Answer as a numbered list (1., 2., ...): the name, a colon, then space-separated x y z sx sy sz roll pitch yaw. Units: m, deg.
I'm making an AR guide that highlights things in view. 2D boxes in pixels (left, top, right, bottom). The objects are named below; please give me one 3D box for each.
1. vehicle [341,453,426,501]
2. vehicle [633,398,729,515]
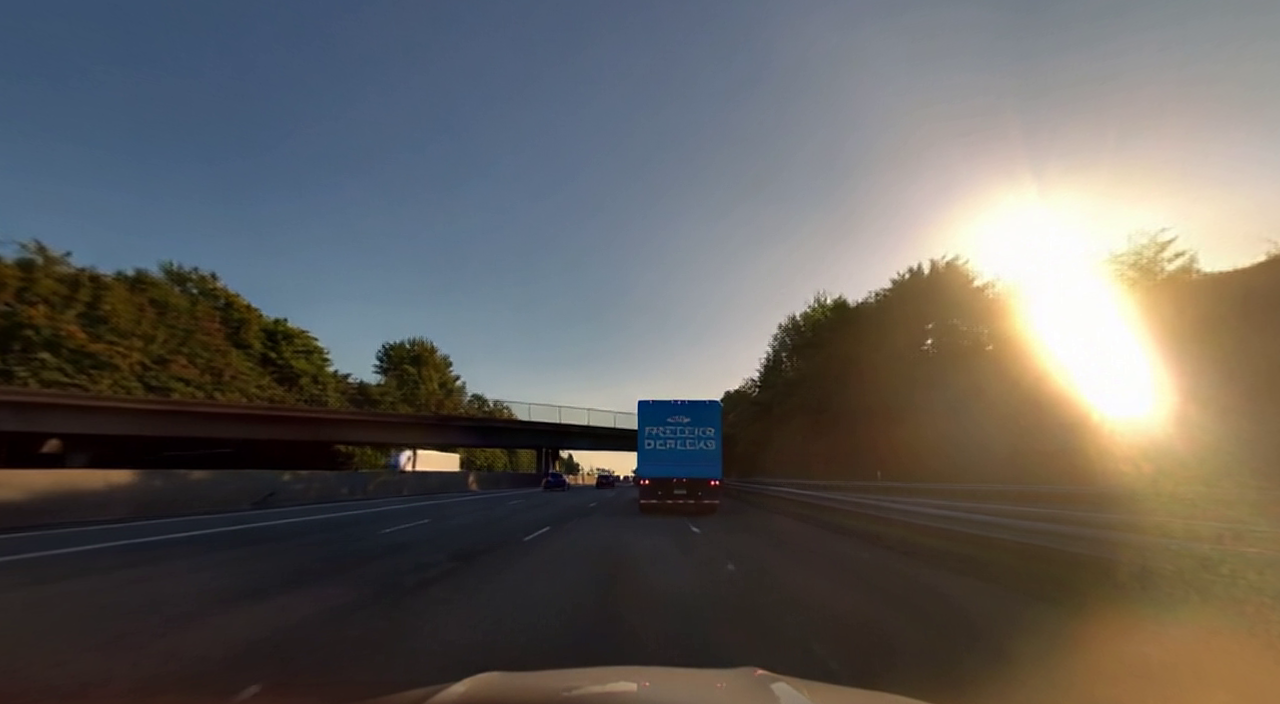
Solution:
1. vehicle: -16.749 8.230 41.726 2.628 2.850 6.822 0 -11 1
2. vehicle: 1.318 4.323 25.671 2.980 3.834 9.423 1 -11 -1
